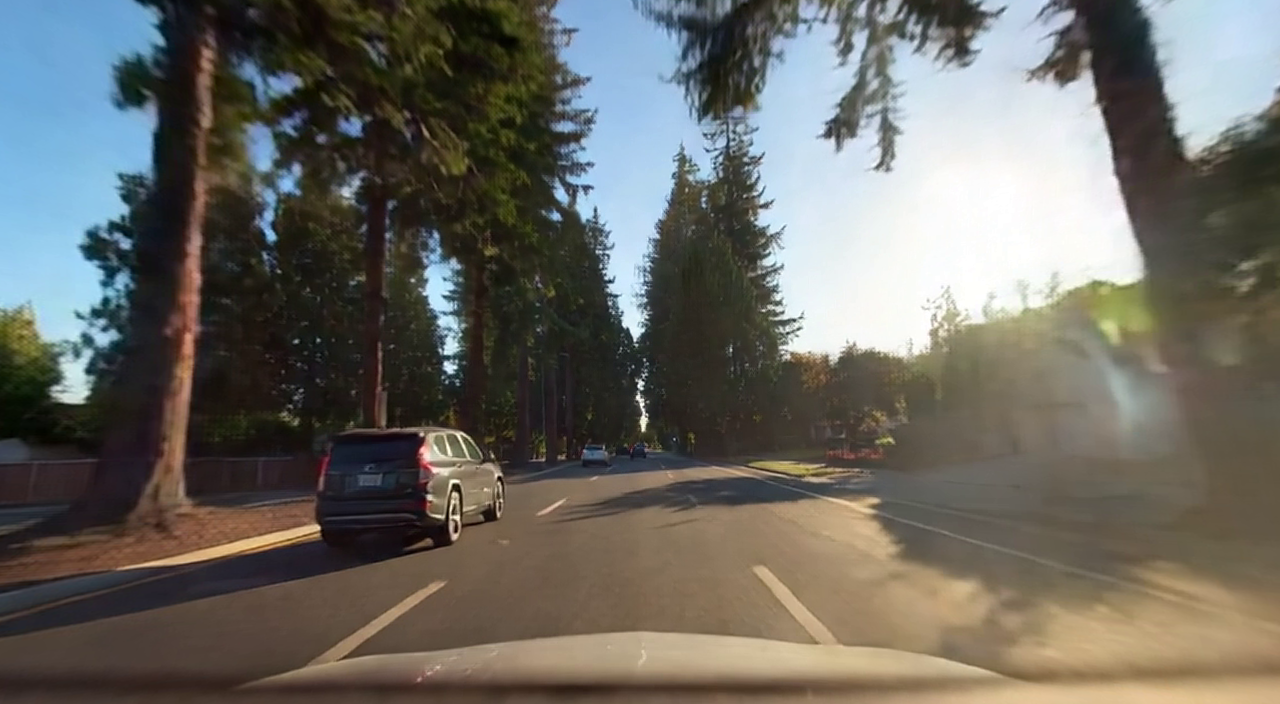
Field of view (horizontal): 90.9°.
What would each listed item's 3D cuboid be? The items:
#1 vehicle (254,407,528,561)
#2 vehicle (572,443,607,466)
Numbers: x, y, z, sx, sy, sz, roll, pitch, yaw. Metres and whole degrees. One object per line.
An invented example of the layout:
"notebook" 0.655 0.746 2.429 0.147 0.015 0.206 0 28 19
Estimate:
"vehicle" -3.167 1.816 9.346 2.058 1.671 4.704 0 -9 1
"vehicle" -3.383 7.026 43.220 2.021 1.466 4.330 0 -9 1
